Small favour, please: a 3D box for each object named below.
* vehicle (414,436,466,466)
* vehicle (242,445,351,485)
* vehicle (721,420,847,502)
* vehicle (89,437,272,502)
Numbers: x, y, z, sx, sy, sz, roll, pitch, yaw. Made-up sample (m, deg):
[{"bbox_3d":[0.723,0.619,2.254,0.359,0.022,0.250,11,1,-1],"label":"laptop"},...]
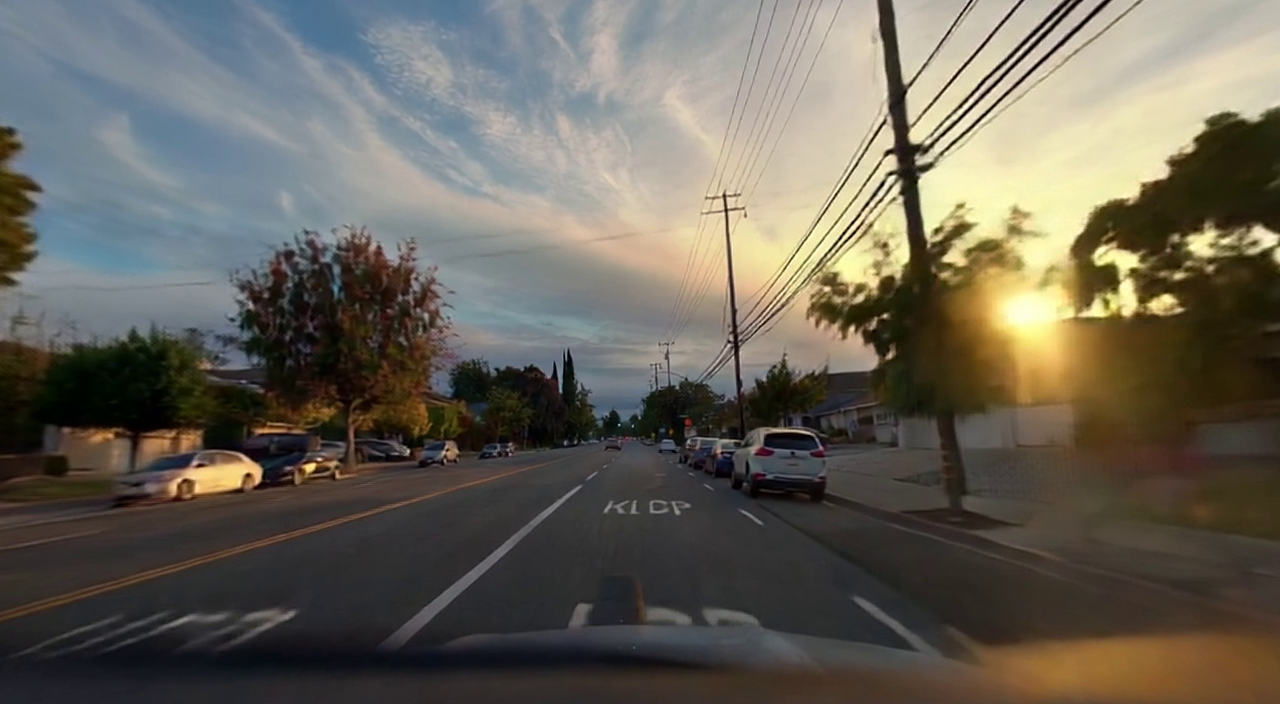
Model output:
[{"bbox_3d":[-13.786,6.809,43.808,2.137,1.852,4.541,-2,-8,0],"label":"vehicle"},{"bbox_3d":[-13.927,4.578,25.983,1.887,1.490,4.656,0,-9,0],"label":"vehicle"},{"bbox_3d":[3.414,2.701,15.987,2.045,1.746,4.564,0,-9,-1],"label":"vehicle"},{"bbox_3d":[-13.970,3.585,19.713,1.913,1.745,4.992,0,-9,1],"label":"vehicle"}]
